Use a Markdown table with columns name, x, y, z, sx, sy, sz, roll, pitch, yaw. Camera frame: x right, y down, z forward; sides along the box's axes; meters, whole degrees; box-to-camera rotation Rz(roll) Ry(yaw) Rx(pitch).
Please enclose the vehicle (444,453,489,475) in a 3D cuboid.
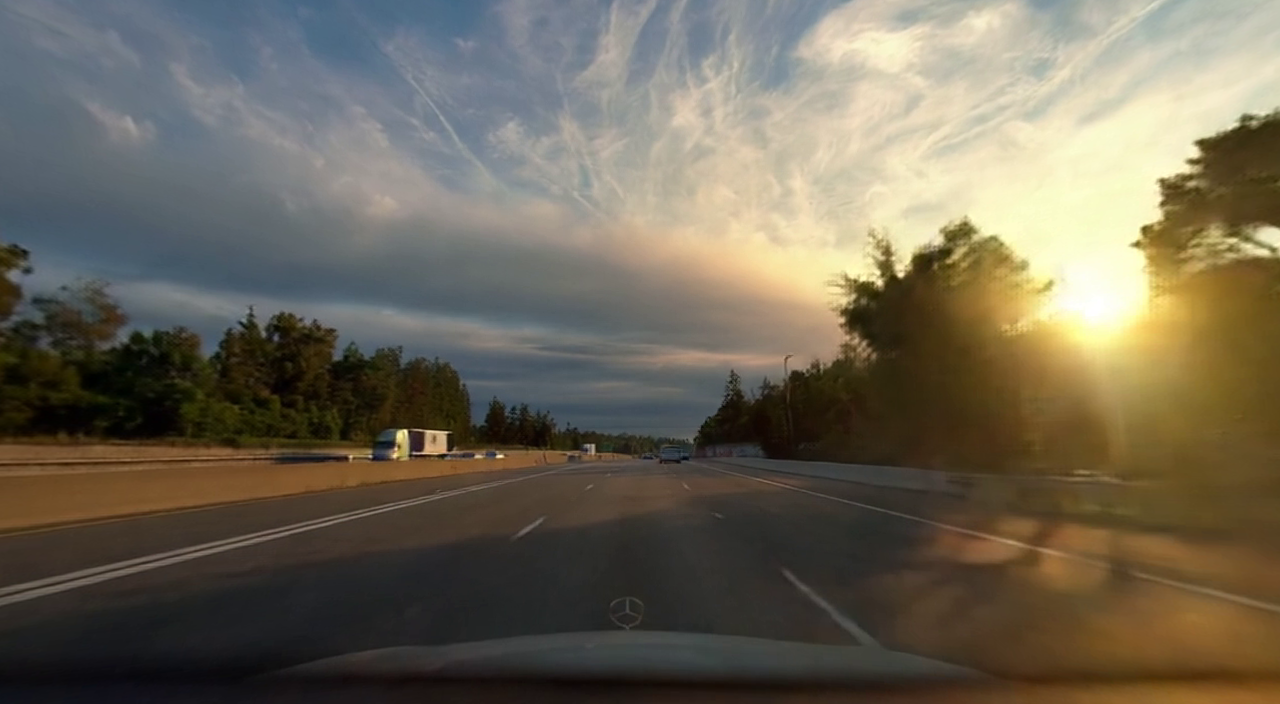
| name | x | y | z | sx | sy | sz | roll | pitch | yaw |
| --- | --- | --- | --- | --- | --- | --- | --- | --- | --- |
| vehicle | -12.251 | 7.910 | 44.757 | 1.866 | 1.480 | 4.496 | 0 | -9 | 1 |
